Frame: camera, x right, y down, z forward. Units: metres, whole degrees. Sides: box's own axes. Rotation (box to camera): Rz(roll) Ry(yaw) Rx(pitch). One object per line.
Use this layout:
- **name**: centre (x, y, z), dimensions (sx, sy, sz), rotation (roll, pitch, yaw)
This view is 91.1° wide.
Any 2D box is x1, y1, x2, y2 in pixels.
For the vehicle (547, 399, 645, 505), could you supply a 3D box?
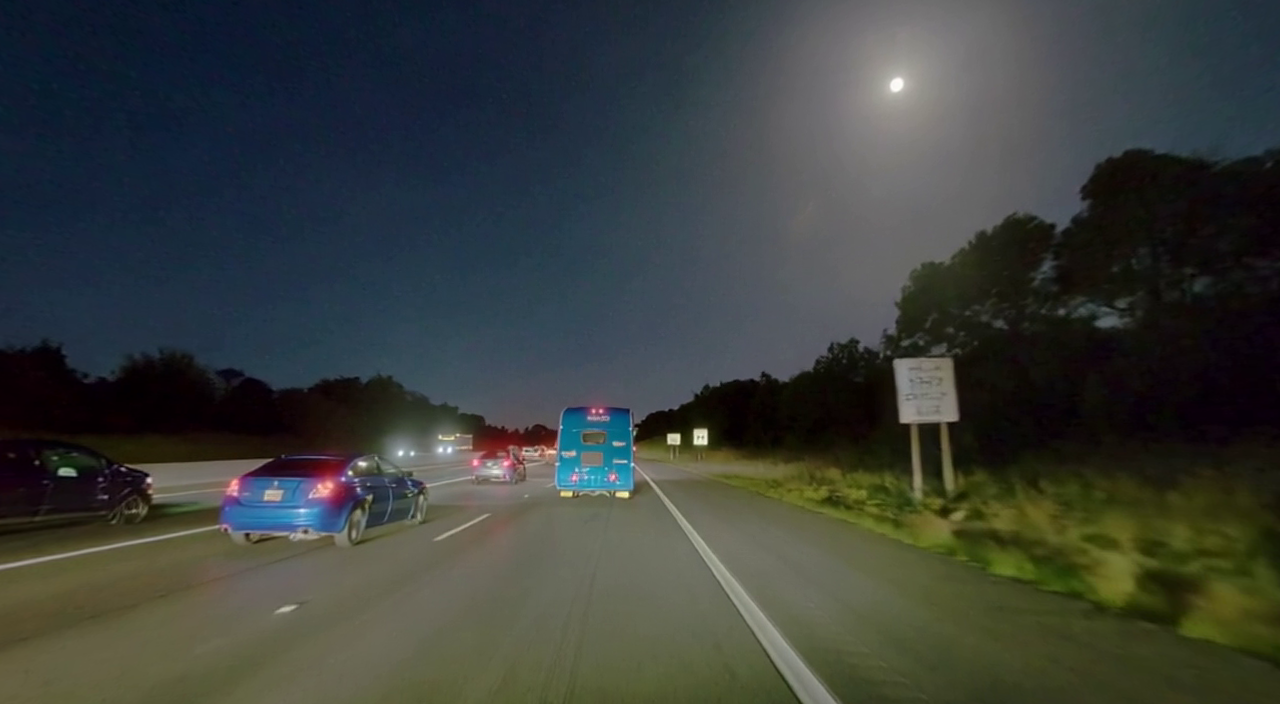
- **vehicle**: centre (-1.185, 2.847, 18.101), dimensions (2.394, 2.556, 5.232), rotation (0, -9, -2)

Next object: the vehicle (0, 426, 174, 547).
- **vehicle**: centre (-9.710, 1.988, 9.540), dimensions (2.010, 1.621, 4.252), rotation (0, -9, -1)

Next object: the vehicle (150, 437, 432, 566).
- **vehicle**: centre (-4.657, 2.018, 9.255), dimensions (1.876, 1.438, 4.072), rotation (0, -9, -1)

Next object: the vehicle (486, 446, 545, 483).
- **vehicle**: centre (-5.282, 4.806, 27.121), dimensions (1.872, 1.480, 3.545), rotation (0, -9, -1)

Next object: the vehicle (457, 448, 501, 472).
- **vehicle**: centre (-10.535, 7.035, 41.303), dimensions (1.886, 1.462, 4.084), rotation (0, -9, -1)
